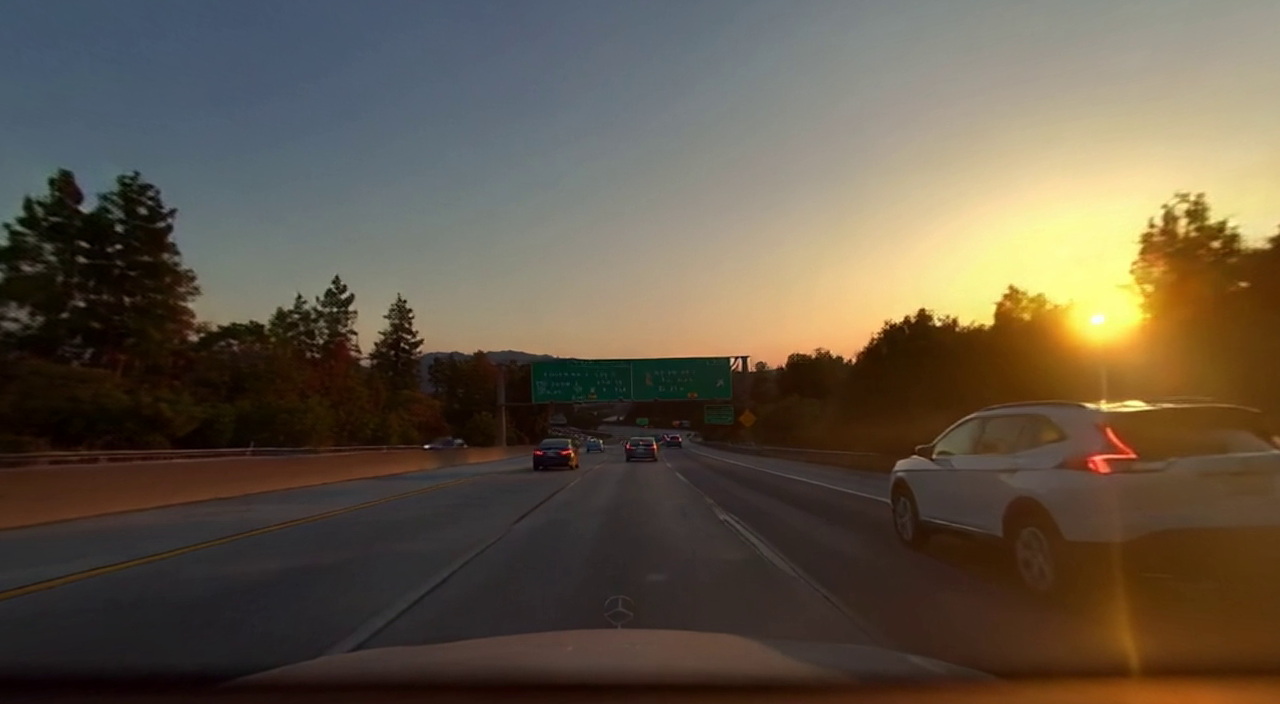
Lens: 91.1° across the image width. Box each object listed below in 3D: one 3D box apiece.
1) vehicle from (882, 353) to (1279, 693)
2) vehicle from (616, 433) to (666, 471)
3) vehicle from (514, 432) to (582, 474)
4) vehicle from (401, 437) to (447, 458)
[{"bbox_3d":[4.009,1.151,5.391,2.025,1.707,4.279,0,-8,-2],"label":"vehicle"},{"bbox_3d":[0.040,4.457,28.177,2.049,1.542,3.816,0,-8,0],"label":"vehicle"},{"bbox_3d":[-3.701,4.151,26.007,2.066,1.561,4.495,0,-8,1],"label":"vehicle"},{"bbox_3d":[-16.327,7.270,47.733,1.891,1.498,4.614,0,-8,0],"label":"vehicle"}]
